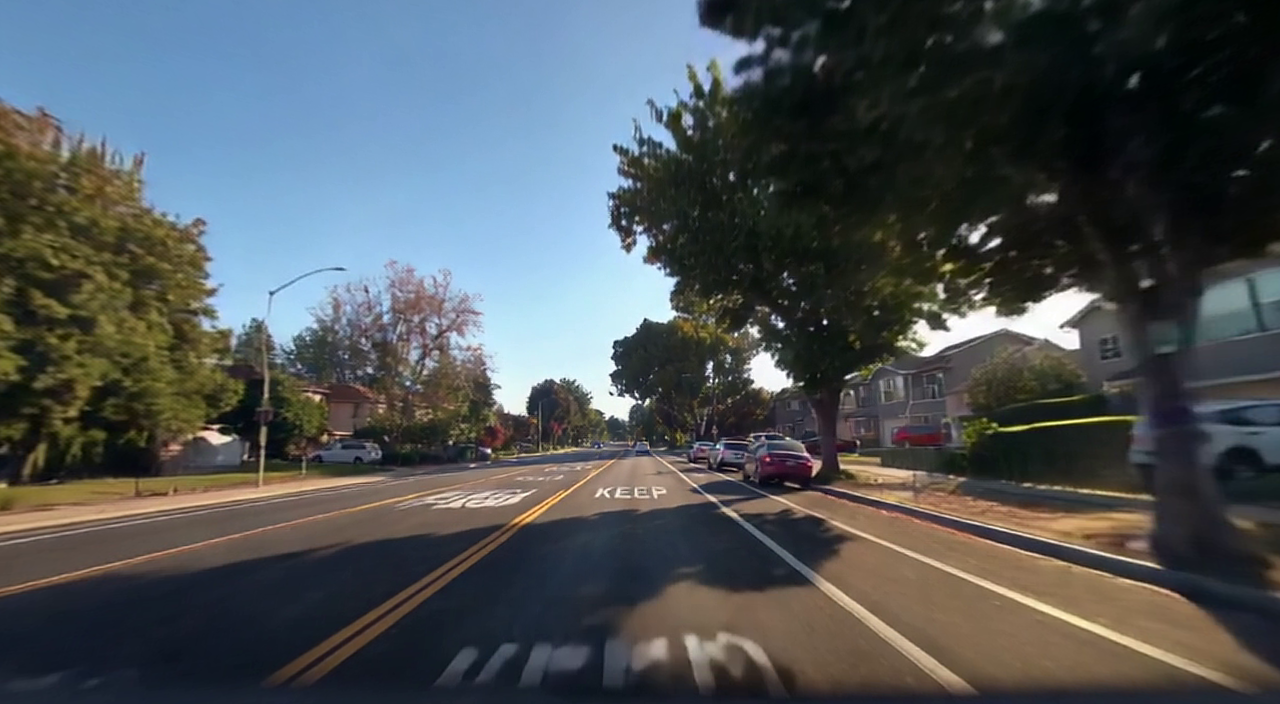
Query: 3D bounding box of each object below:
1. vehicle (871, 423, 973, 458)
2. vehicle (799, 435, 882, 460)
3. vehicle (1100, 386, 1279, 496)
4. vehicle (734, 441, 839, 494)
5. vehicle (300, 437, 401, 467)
[{"bbox_3d":[18.146,5.698,40.616,5.481,1.869,2.195,-2,-7,-7],"label":"vehicle"},{"bbox_3d":[12.598,6.022,39.756,4.593,1.480,1.819,0,-8,-2],"label":"vehicle"},{"bbox_3d":[12.548,1.766,12.569,4.857,1.987,2.296,0,-8,0],"label":"vehicle"},{"bbox_3d":[4.514,3.628,20.360,1.968,1.467,5.107,0,-8,-3],"label":"vehicle"},{"bbox_3d":[-19.387,6.732,42.329,5.684,1.934,2.217,0,-8,0],"label":"vehicle"}]
